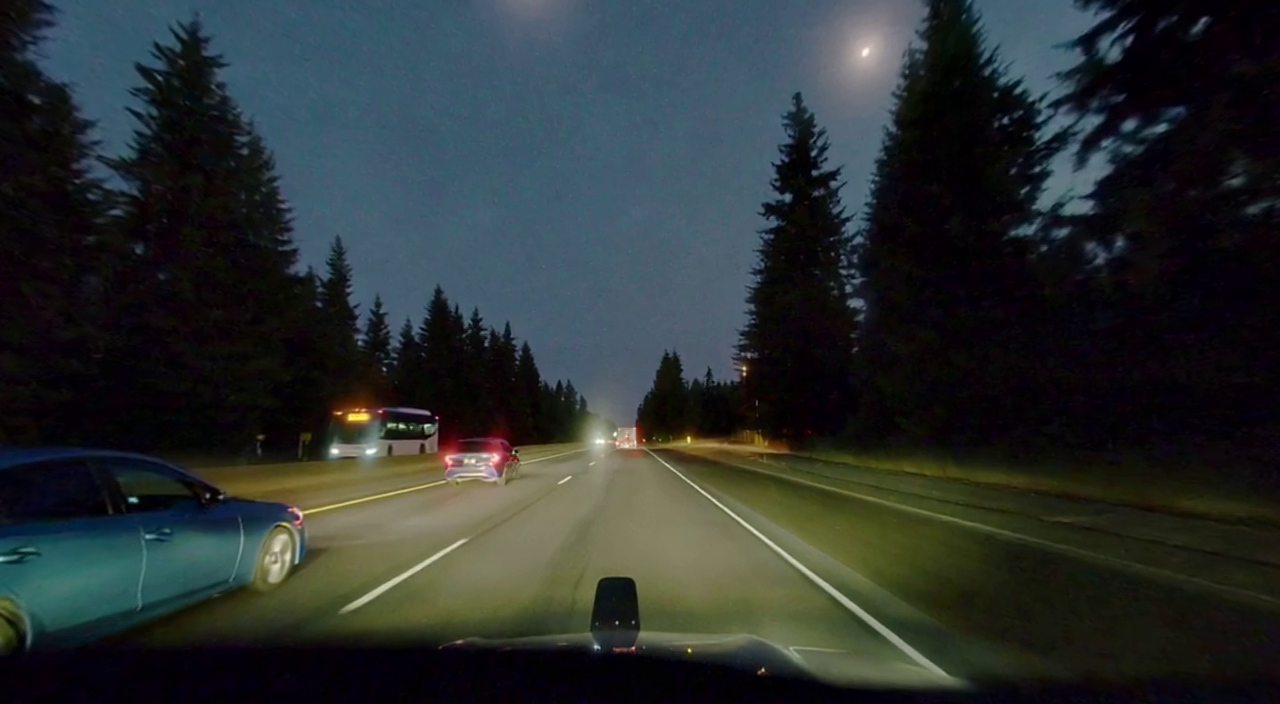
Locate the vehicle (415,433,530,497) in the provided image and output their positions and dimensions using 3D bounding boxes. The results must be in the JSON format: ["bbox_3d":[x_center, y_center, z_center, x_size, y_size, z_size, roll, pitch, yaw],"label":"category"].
[{"bbox_3d":[-4.192,2.874,16.514,1.907,1.445,4.049,0,-8,0],"label":"vehicle"}]

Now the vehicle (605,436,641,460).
[{"bbox_3d":[-1.068,6.136,40.448,2.162,1.460,4.242,0,-8,-1],"label":"vehicle"}]

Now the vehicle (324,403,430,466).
[{"bbox_3d":[-17.542,5.648,43.100,3.018,3.781,10.320,0,-8,-2],"label":"vehicle"}]
